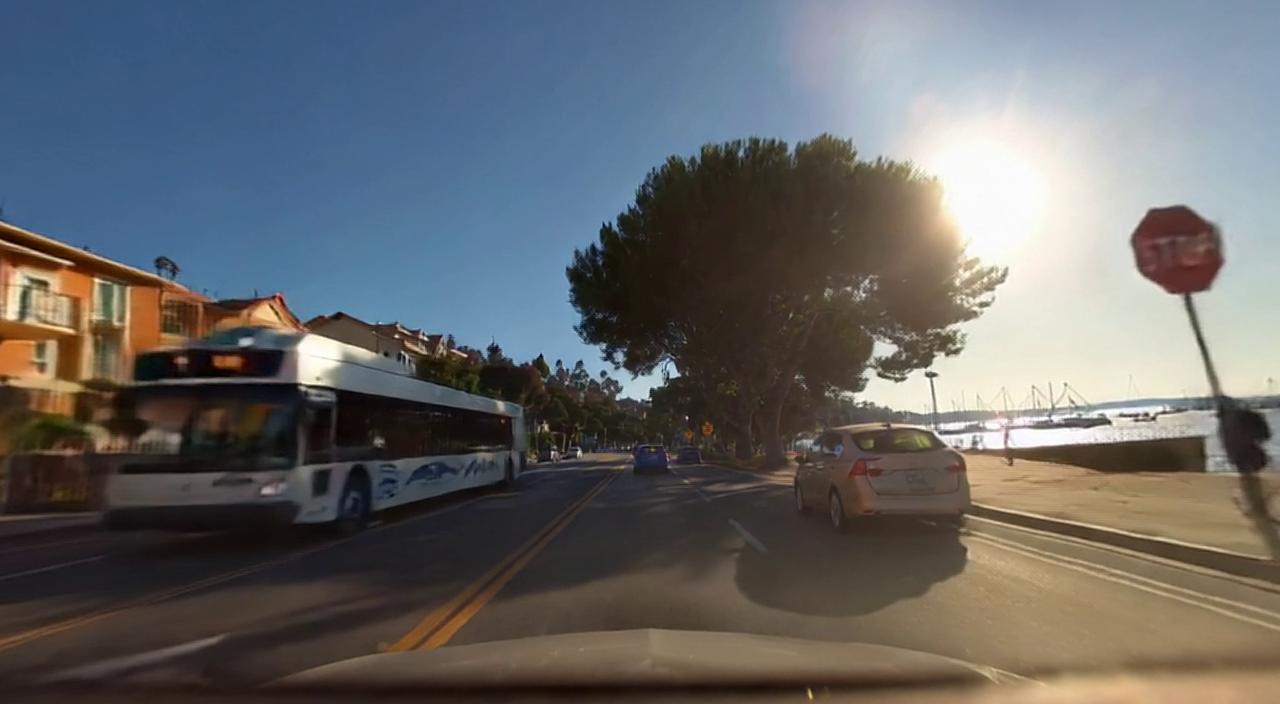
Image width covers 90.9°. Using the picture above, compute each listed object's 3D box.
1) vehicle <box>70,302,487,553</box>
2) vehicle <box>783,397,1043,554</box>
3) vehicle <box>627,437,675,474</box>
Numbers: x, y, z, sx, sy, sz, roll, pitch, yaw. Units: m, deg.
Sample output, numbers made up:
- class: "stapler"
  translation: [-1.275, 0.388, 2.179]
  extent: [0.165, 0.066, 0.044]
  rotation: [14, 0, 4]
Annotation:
- class: "vehicle"
  translation: [-6.271, 1.741, 13.851]
  extent: [3.102, 3.524, 9.830]
  rotation: [-1, -8, 1]
- class: "vehicle"
  translation: [3.695, 1.764, 9.643]
  extent: [2.000, 1.809, 4.405]
  rotation: [-1, -8, 0]
- class: "vehicle"
  translation: [0.472, 4.893, 30.094]
  extent: [2.132, 1.632, 3.838]
  rotation: [0, -8, 0]
